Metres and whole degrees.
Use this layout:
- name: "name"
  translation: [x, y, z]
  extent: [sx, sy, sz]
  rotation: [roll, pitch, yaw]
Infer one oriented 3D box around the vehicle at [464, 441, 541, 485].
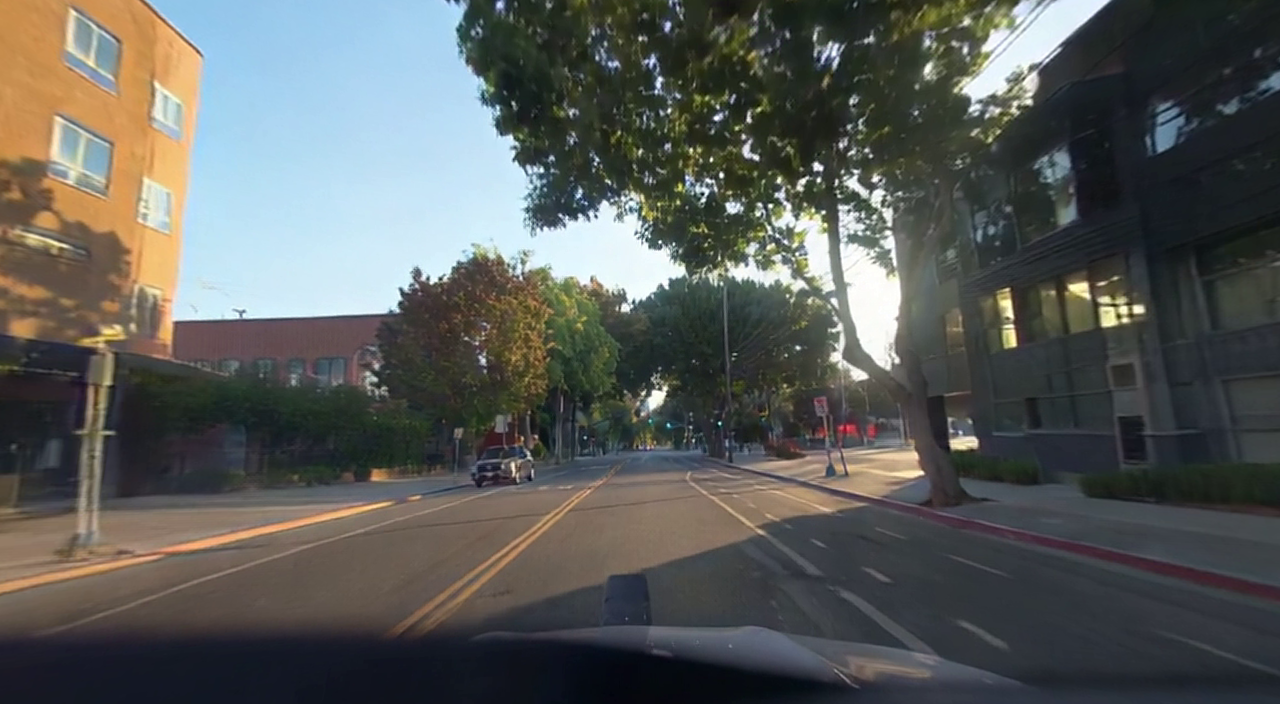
- name: "vehicle"
  translation: [-5.858, 4.779, 27.556]
  extent: [2.147, 1.701, 4.879]
  rotation: [0, -8, 1]
